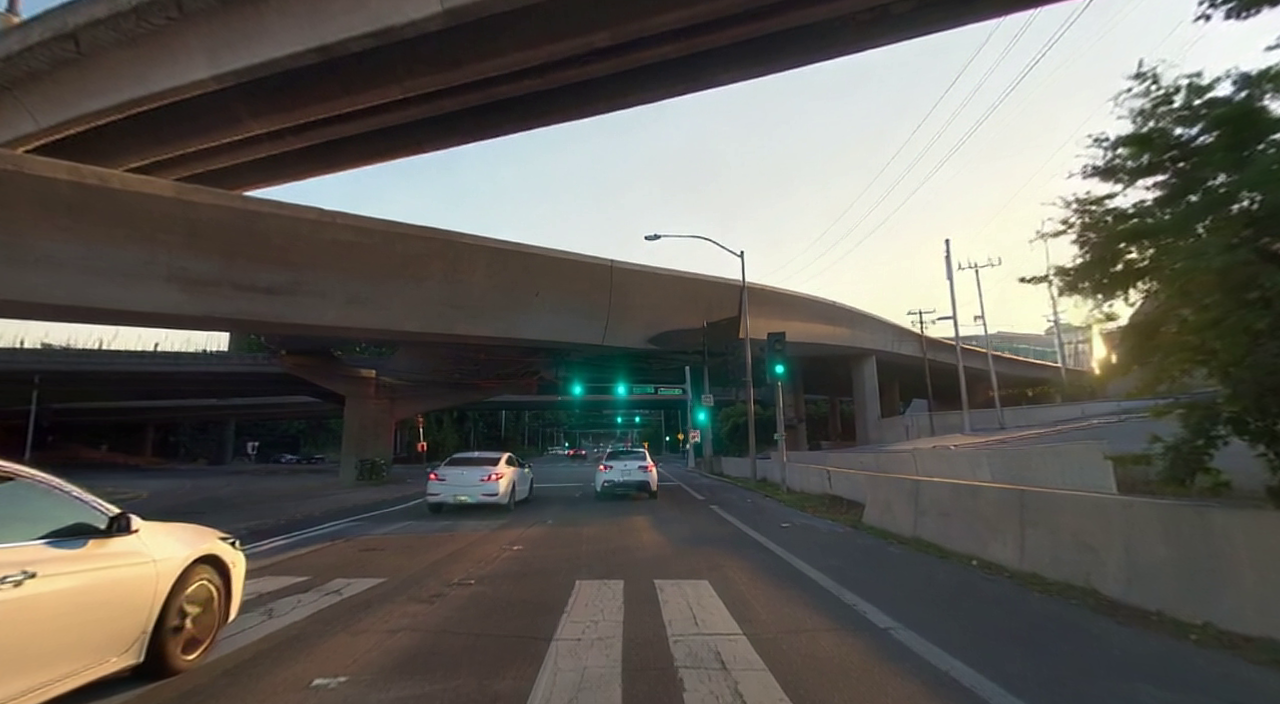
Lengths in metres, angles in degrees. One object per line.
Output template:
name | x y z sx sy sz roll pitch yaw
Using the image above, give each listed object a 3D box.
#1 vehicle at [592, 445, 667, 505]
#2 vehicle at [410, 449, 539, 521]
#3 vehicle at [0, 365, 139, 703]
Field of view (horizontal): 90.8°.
vehicle | -0.302 3.575 18.806 1.985 1.565 3.968 0 -8 0
vehicle | -3.751 3.065 15.153 1.946 1.437 4.154 0 -8 0
vehicle | -3.557 0.673 1.049 1.925 1.666 4.271 0 -8 0
